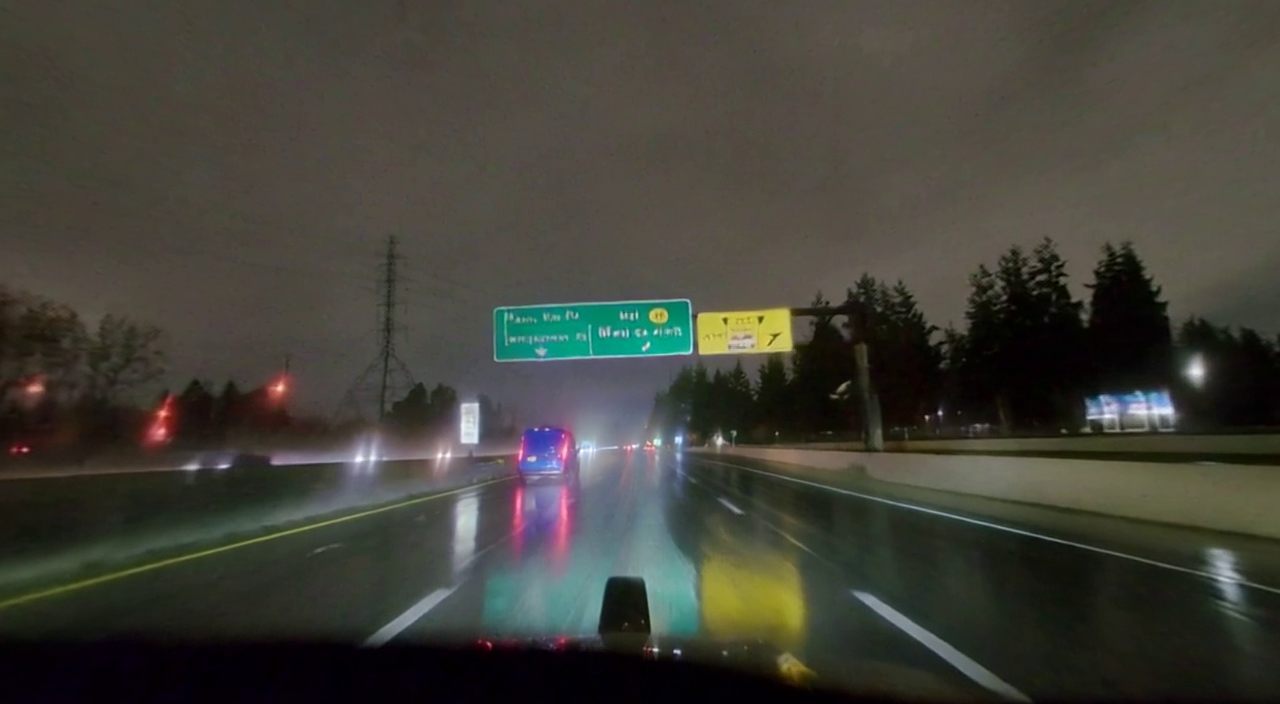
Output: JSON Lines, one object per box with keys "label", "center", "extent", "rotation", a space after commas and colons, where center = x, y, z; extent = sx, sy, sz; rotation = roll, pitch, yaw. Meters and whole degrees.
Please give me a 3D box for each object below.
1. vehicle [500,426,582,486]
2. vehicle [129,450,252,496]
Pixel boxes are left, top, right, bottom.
{"label": "vehicle", "center": [-3.582, 3.873, 23.687], "extent": [2.281, 2.025, 4.586], "rotation": [0, -8, 0]}
{"label": "vehicle", "center": [-16.022, 4.283, 22.663], "extent": [1.727, 1.450, 3.615], "rotation": [0, -8, 0]}
